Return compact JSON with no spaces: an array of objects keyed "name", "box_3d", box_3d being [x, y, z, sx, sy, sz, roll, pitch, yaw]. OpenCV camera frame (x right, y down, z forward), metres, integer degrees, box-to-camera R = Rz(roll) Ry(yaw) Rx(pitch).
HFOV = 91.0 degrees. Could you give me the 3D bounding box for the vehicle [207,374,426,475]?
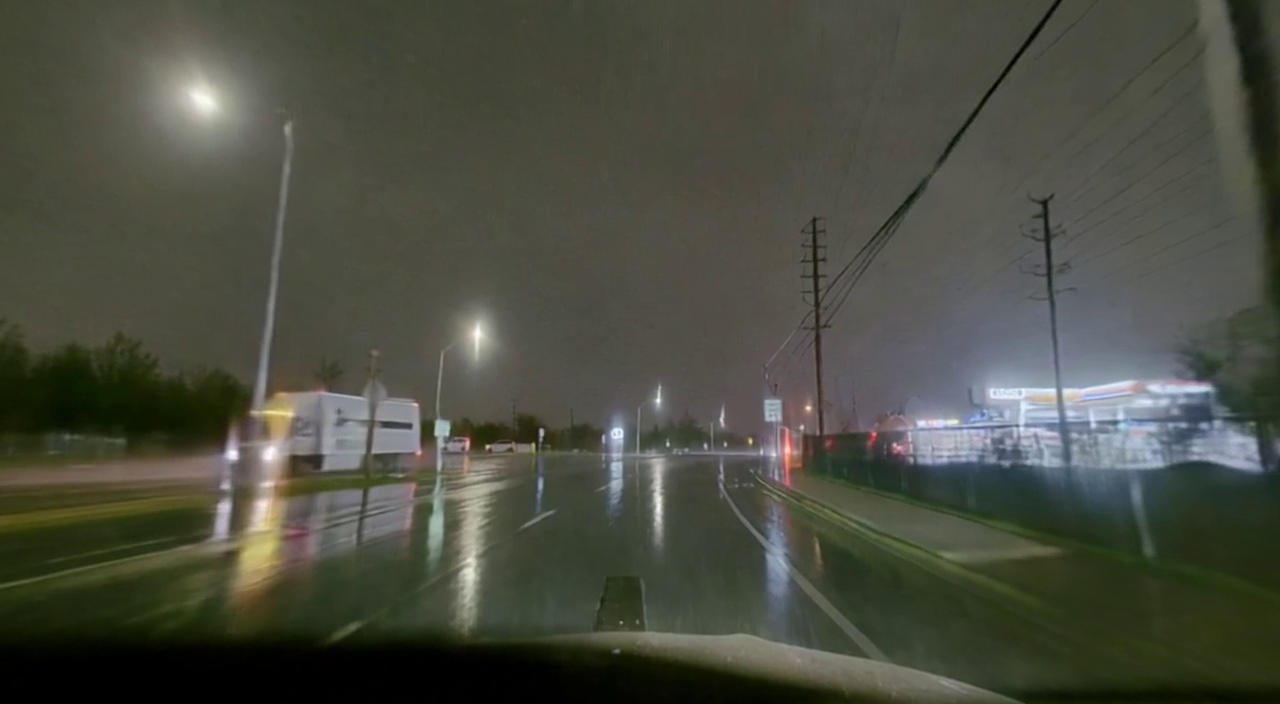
[{"name":"vehicle","box_3d":[-14.657,3.685,30.315,2.994,3.930,11.114,-1,-9,10]}]
